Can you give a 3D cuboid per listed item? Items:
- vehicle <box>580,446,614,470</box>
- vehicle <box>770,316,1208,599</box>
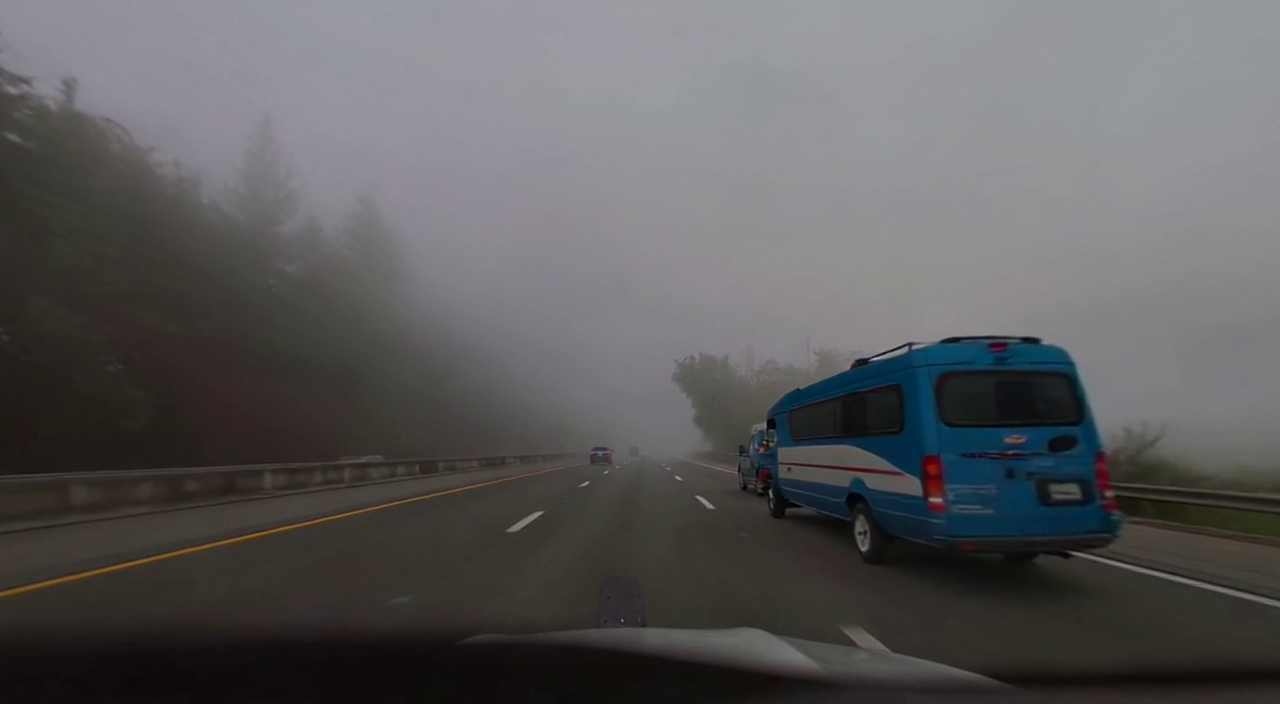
[{"bbox_3d":[-3.056,7.624,45.642,2.020,1.619,4.690,0,-9,1],"label":"vehicle"},{"bbox_3d":[3.916,1.456,9.186,2.614,2.655,6.429,0,-9,0],"label":"vehicle"}]
